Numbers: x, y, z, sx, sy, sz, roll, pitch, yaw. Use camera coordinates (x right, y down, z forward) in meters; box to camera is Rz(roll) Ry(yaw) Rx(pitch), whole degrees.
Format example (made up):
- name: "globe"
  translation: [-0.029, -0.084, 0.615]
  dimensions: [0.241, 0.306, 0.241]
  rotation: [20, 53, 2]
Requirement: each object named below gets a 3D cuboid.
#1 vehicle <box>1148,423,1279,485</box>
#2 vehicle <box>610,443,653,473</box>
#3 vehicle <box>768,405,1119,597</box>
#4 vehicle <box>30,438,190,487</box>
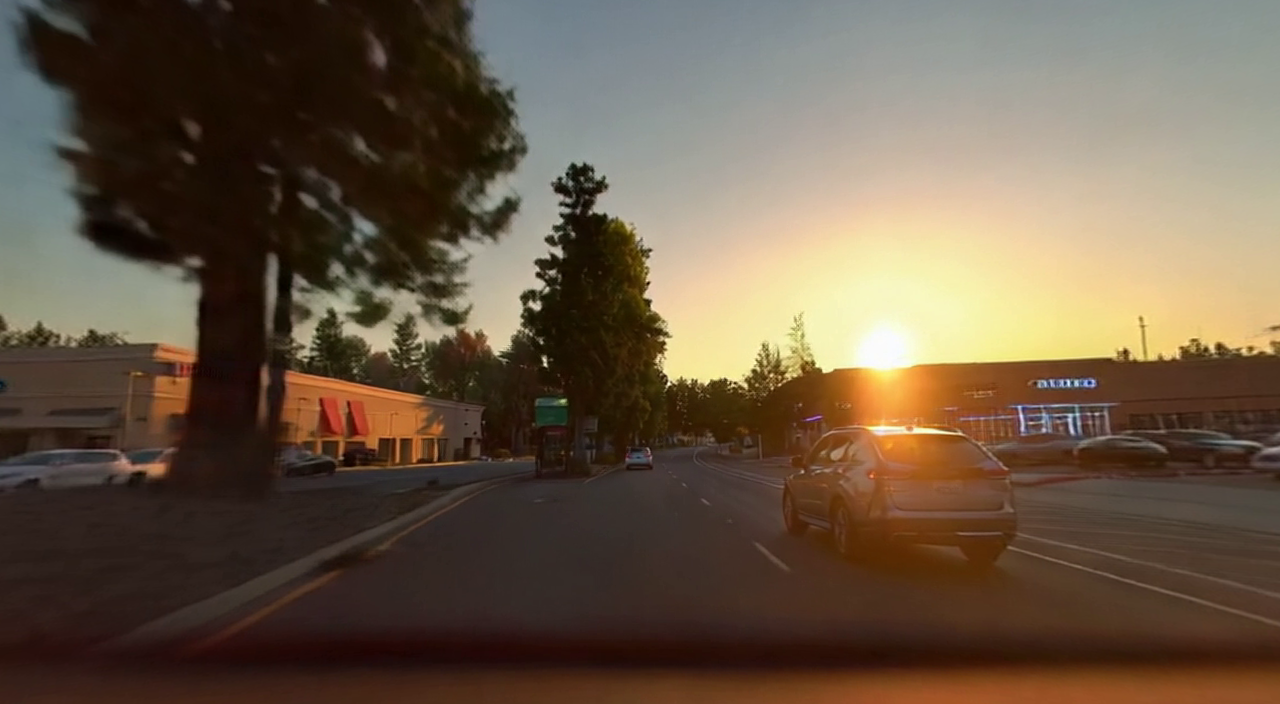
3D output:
- name: "vehicle"
  translation: [20.284, 3.289, 20.524]
  dimensions: [5.408, 1.845, 2.377]
  rotation: [0, -8, 0]
- name: "vehicle"
  translation: [-0.437, 5.525, 33.130]
  dimensions: [2.126, 1.475, 3.967]
  rotation: [0, -8, 0]
- name: "vehicle"
  translation: [3.174, 1.660, 7.922]
  dimensions: [2.110, 1.698, 4.397]
  rotation: [0, -8, -1]
- name: "vehicle"
  translation: [-25.851, 5.412, 30.990]
  dimensions: [5.776, 1.932, 2.226]
  rotation: [-3, -9, -2]
